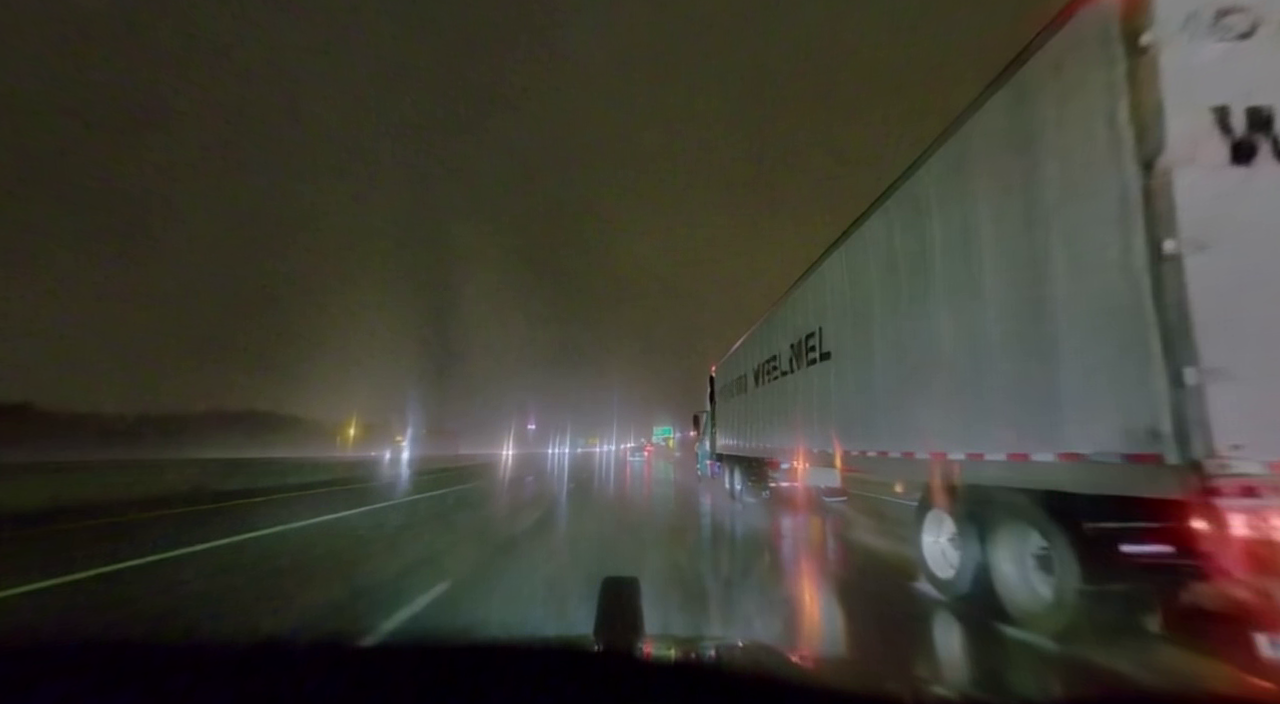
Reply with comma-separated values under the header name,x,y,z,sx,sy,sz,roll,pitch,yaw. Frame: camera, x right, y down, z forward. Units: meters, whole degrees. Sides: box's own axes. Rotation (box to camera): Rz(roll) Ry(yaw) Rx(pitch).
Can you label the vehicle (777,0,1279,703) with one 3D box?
name,x,y,z,sx,sy,sz,roll,pitch,yaw
vehicle,4.035,0.456,7.121,2.869,4.013,8.610,0,-9,-1
